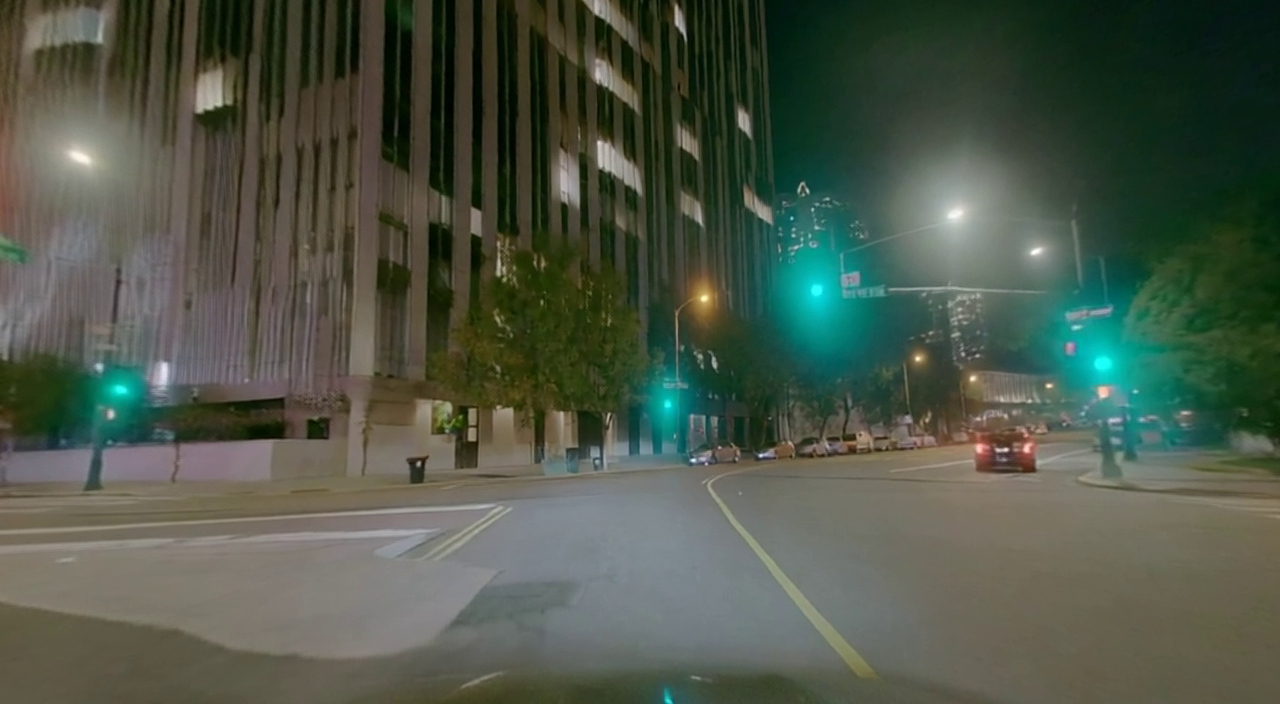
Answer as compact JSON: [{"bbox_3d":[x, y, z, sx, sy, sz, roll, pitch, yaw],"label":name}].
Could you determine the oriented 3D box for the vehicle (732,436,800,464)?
[{"bbox_3d":[8.107,6.239,40.254,2.179,1.658,4.765,-7,-11,40],"label":"vehicle"}]

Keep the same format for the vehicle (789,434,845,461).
[{"bbox_3d":[10.684,5.718,37.880,1.852,1.465,4.092,-6,-10,36],"label":"vehicle"}]

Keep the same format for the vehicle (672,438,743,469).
[{"bbox_3d":[3.918,5.759,36.020,1.922,1.628,4.291,-7,-11,40],"label":"vehicle"}]

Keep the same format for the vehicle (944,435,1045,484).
[{"bbox_3d":[12.111,3.666,21.887,2.148,1.488,4.508,-3,-9,18],"label":"vehicle"}]
